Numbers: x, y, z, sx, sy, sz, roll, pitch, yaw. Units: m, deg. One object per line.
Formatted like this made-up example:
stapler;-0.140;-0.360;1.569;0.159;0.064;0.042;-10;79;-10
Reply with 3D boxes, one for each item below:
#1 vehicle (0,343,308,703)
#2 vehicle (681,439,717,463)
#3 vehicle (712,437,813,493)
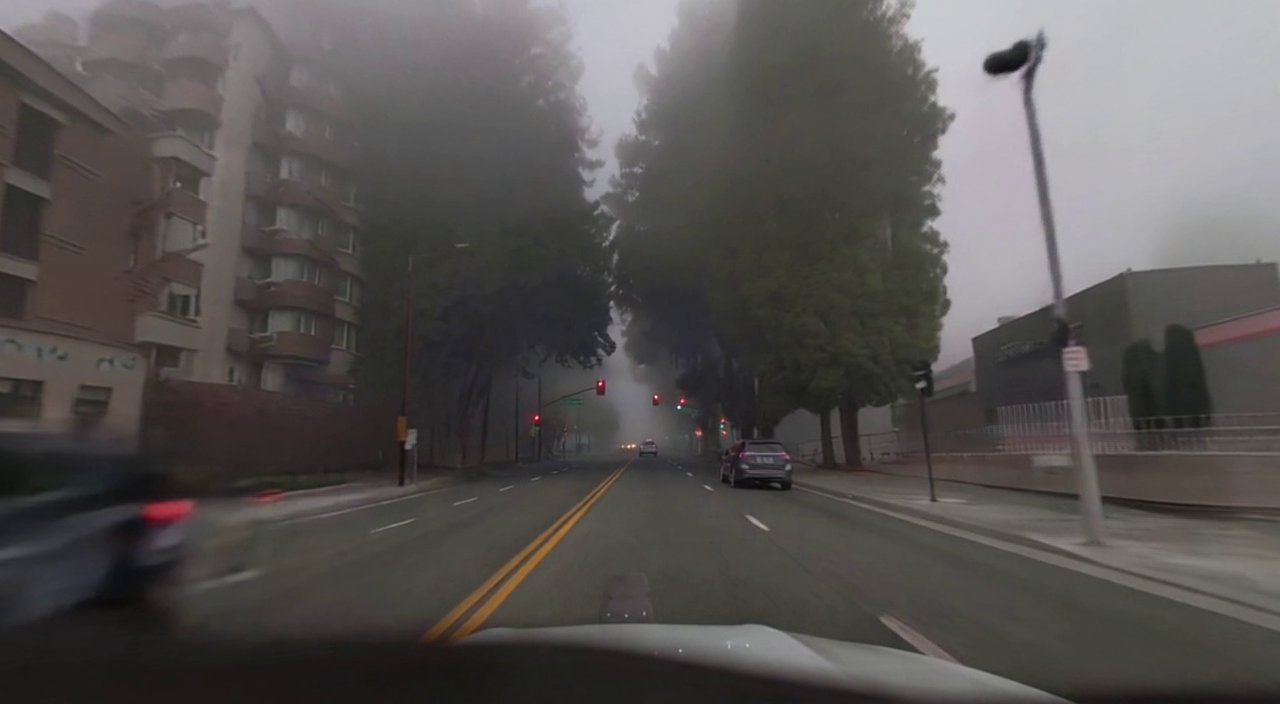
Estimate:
vehicle;-3.049;0.746;1.423;2.109;1.681;4.417;0;-9;1
vehicle;4.147;7.061;45.007;2.035;1.564;4.719;0;-9;0
vehicle;3.572;3.393;19.353;2.072;1.471;4.834;0;-9;-1
